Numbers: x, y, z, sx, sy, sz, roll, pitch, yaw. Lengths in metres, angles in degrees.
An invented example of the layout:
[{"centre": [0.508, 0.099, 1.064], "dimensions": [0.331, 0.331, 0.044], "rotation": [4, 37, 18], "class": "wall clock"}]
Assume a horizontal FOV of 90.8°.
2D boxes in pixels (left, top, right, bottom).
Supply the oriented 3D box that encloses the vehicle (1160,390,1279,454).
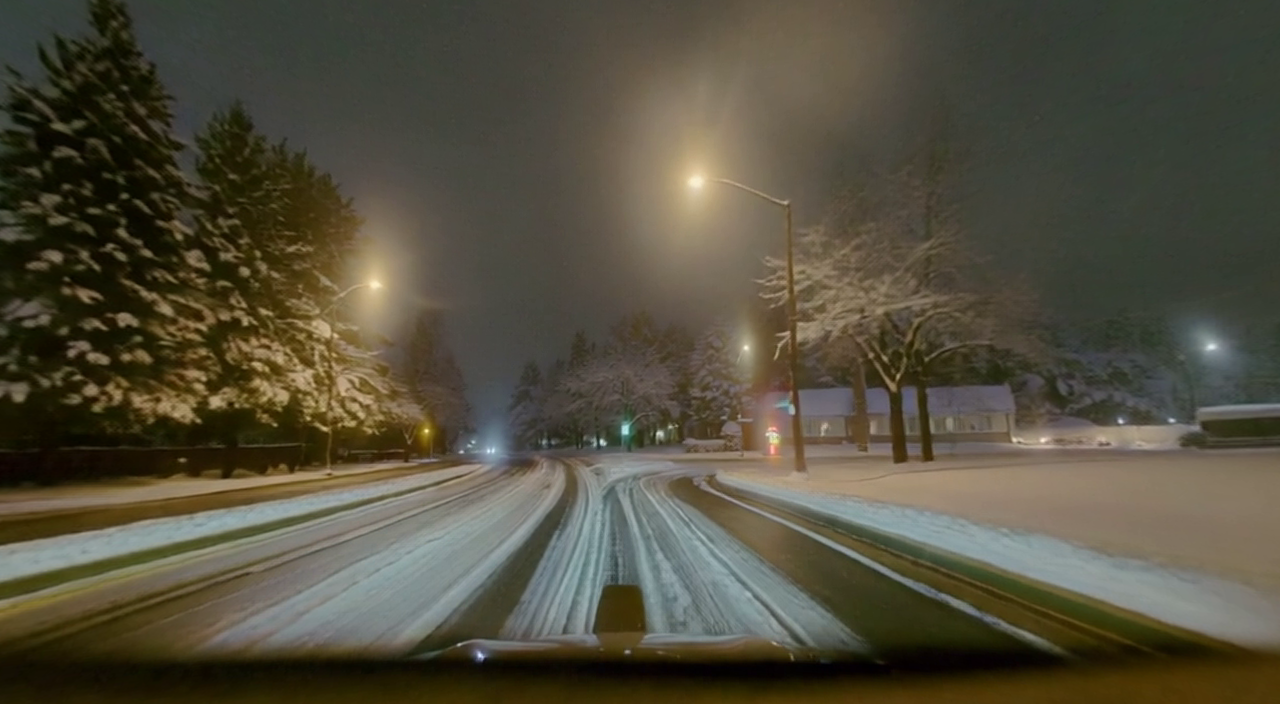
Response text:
[{"centre": [45.127, 4.876, 43.750], "dimensions": [16.640, 4.121, 3.102], "rotation": [1, -8, -7], "class": "vehicle"}]
